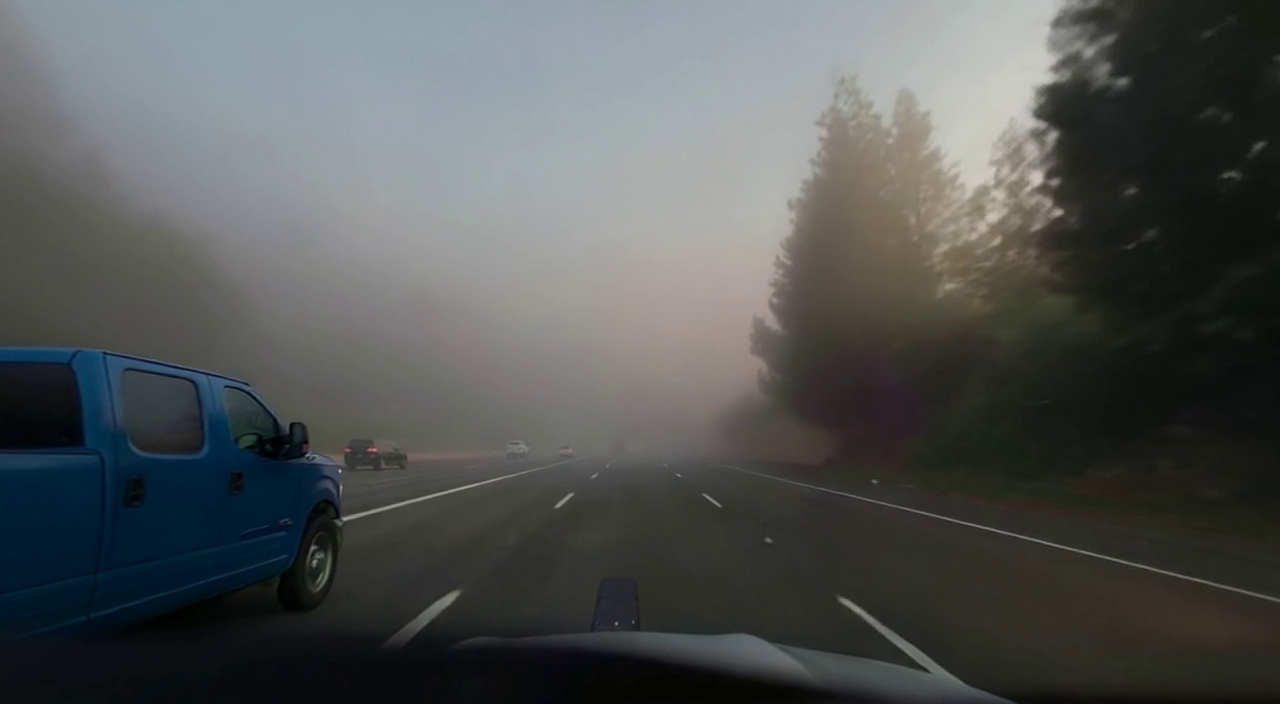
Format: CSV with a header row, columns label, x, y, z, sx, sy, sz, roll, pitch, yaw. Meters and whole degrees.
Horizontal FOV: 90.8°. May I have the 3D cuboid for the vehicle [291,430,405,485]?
label,x,y,z,sx,sy,sz,roll,pitch,yaw
vehicle,-10.994,4.017,24.303,2.012,1.875,4.895,0,-8,0

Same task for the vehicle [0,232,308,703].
label,x,y,z,sx,sy,sz,roll,pitch,yaw
vehicle,-3.473,0.468,1.004,2.483,2.100,6.208,0,-8,0
